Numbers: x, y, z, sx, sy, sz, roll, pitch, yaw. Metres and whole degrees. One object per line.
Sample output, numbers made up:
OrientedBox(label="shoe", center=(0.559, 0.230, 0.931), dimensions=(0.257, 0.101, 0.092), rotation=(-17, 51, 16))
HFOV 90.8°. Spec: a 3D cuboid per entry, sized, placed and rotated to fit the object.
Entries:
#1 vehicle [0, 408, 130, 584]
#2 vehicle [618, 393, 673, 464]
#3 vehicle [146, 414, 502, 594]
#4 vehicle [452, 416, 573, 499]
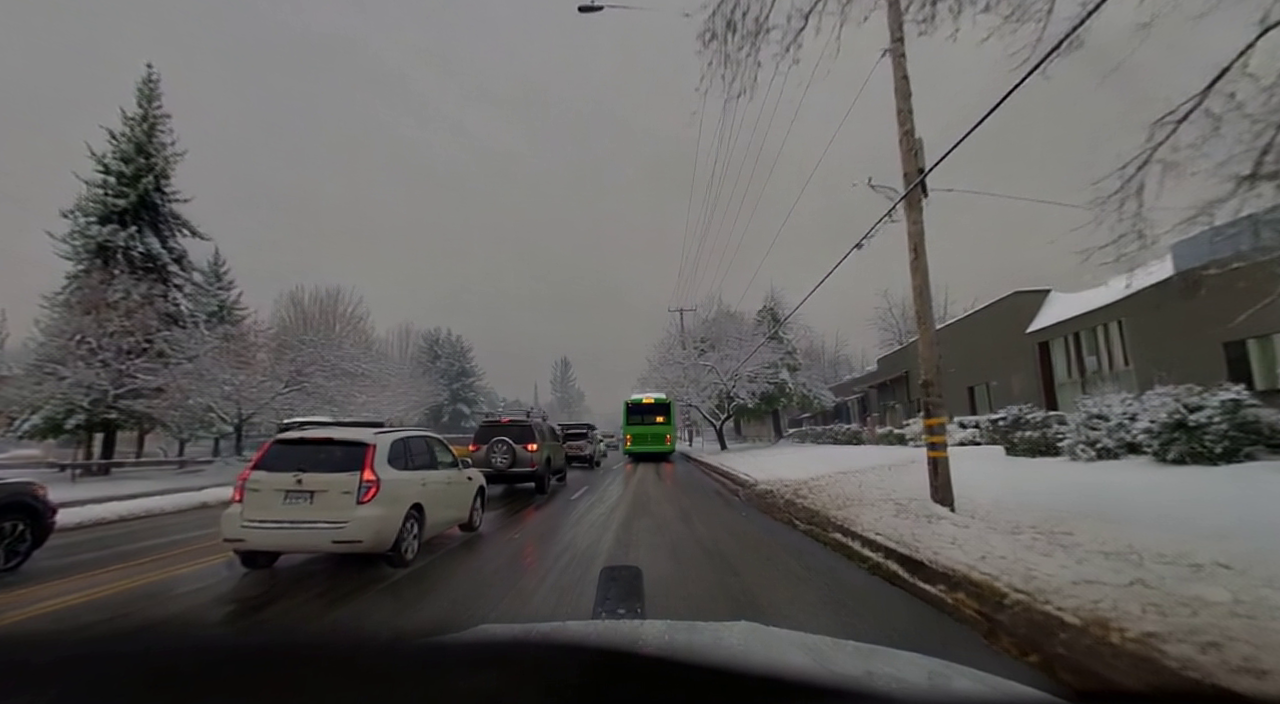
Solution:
OrientedBox(label="vehicle", center=(-7.332, 1.284, 5.341), dimensions=(2.252, 1.686, 4.447), rotation=(0, -9, 1))
OrientedBox(label="vehicle", center=(0.391, 5.064, 40.600), dimensions=(2.970, 3.857, 12.200), rotation=(0, -9, 1))
OrientedBox(label="vehicle", center=(-3.297, 1.682, 7.892), dimensions=(2.042, 1.571, 4.475), rotation=(0, -9, 1))
OrientedBox(label="vehicle", center=(-3.195, 2.798, 17.089), dimensions=(2.095, 1.892, 5.043), rotation=(0, -8, 1))
